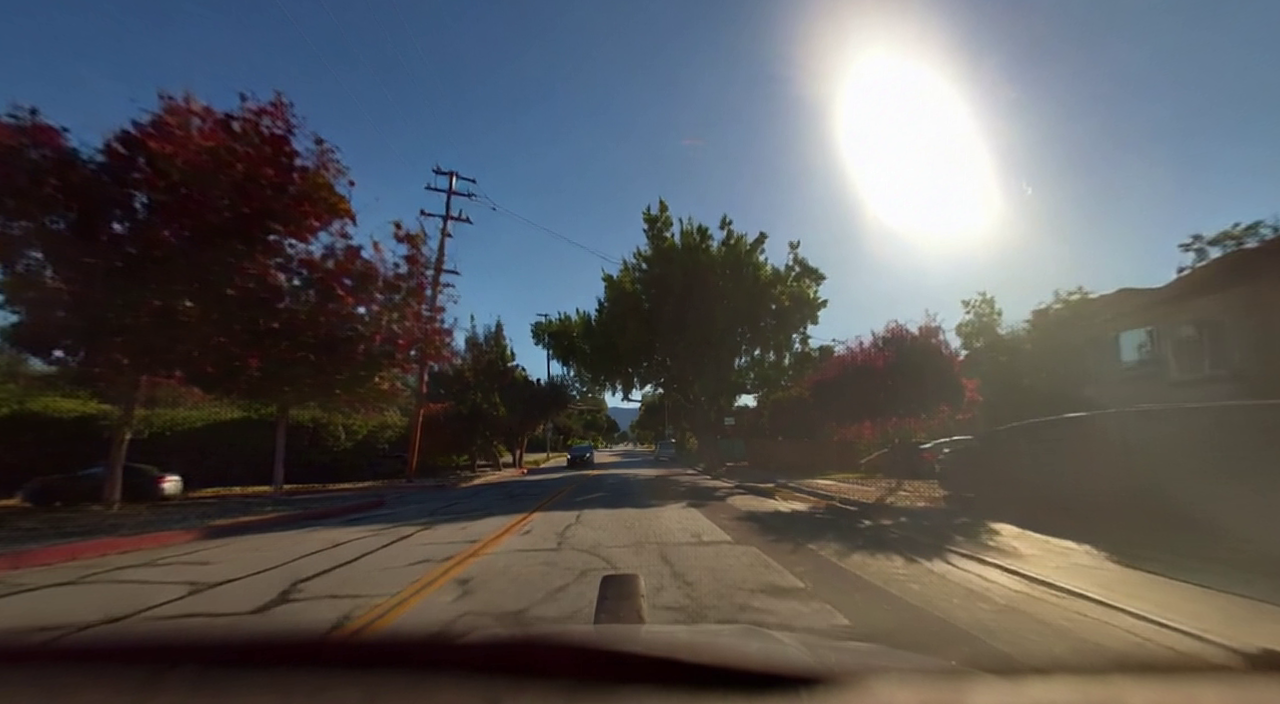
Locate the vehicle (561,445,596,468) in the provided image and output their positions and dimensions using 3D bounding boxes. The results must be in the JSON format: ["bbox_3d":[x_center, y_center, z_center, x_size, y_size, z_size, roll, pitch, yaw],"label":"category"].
[{"bbox_3d":[-4.049,6.979,42.324,1.959,1.473,4.115,0,-9,0],"label":"vehicle"}]

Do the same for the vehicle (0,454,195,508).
[{"bbox_3d":[-18.575,4.383,21.663,4.874,1.675,2.197,0,-8,-1],"label":"vehicle"}]
